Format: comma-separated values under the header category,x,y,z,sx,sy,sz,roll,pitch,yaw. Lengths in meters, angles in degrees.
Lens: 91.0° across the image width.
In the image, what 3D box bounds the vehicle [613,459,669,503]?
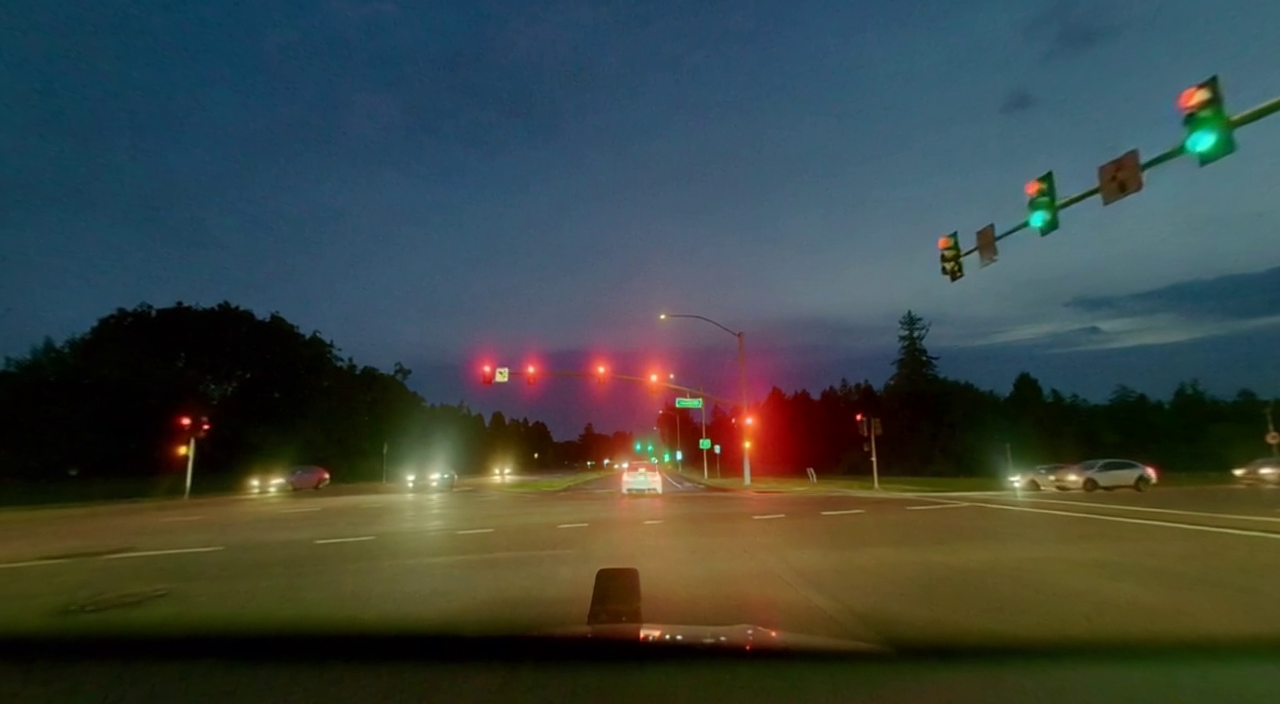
category,x,y,z,sx,sy,sz,roll,pitch,yaw
vehicle,0.054,4.823,23.852,1.954,1.469,3.465,0,-9,1

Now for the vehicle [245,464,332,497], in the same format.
category,x,y,z,sx,sy,sz,roll,pitch,yaw
vehicle,-20.954,7.652,37.756,2.189,1.720,4.653,-1,-9,6

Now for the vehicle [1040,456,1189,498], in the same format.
category,x,y,z,sx,sy,sz,roll,pitch,yaw
vehicle,18.470,4.857,24.608,4.441,1.466,1.982,1,-9,-9

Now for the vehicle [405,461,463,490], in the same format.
category,x,y,z,sx,sy,sz,roll,pitch,yaw
vehicle,-13.311,7.973,40.982,2.024,1.663,4.502,-1,-9,3
